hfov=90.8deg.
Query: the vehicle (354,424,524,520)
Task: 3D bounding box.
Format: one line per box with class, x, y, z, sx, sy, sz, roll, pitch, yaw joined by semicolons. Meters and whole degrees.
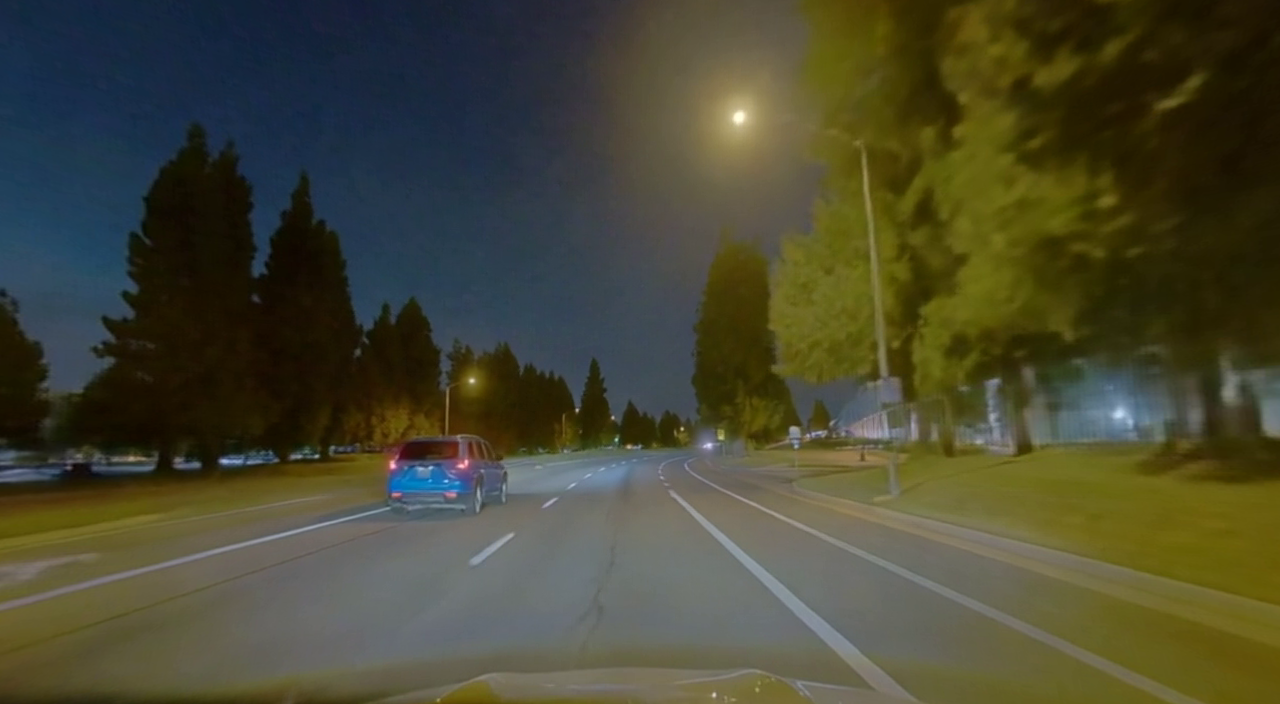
vehicle;-4.035;2.506;13.654;2.121;1.724;4.392;0;-9;1
